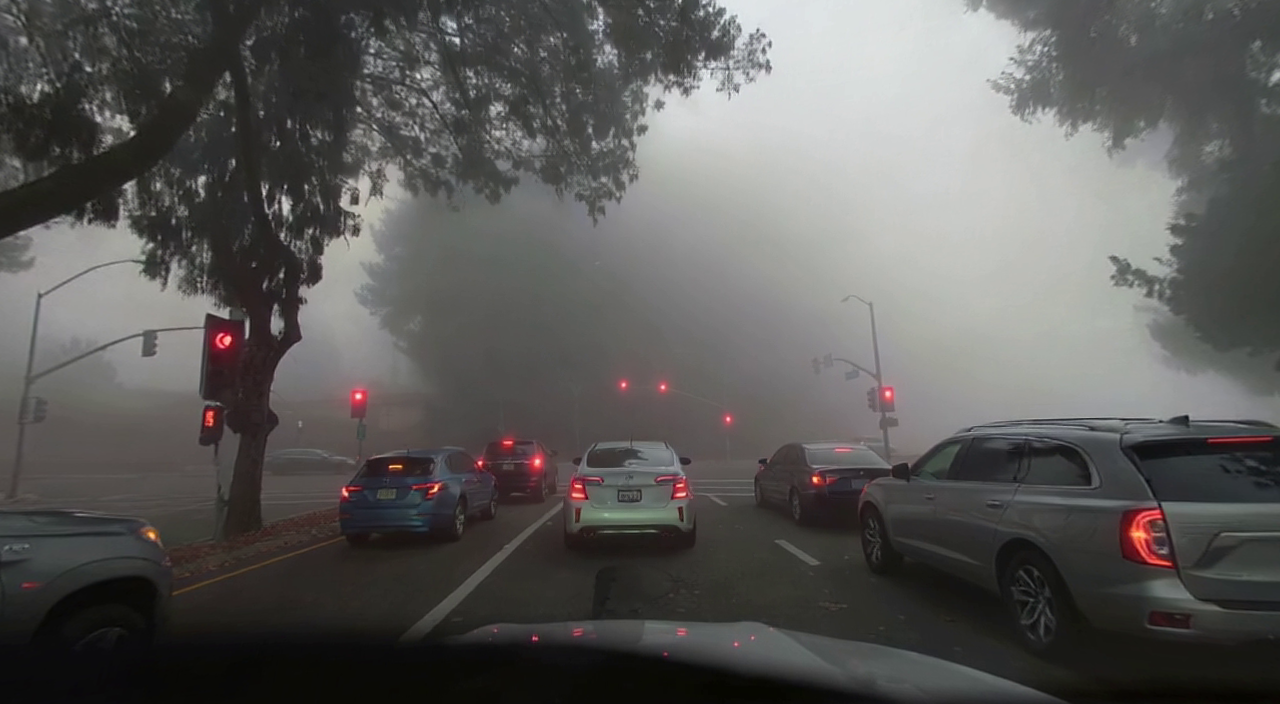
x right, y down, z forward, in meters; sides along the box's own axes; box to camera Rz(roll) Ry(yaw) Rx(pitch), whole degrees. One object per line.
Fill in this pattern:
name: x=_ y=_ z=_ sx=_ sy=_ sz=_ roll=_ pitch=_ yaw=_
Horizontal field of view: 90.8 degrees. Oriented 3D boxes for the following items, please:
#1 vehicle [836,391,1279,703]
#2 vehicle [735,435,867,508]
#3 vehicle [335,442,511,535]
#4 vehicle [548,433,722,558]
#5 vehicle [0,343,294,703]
vehicle: x=3.391 y=1.310 z=5.414 sx=1.933 sy=1.564 sz=4.600 roll=0 pitch=-8 yaw=0
vehicle: x=3.651 y=2.783 z=15.244 sx=1.922 sy=1.472 sz=4.440 roll=0 pitch=-8 yaw=-1
vehicle: x=-3.917 y=2.502 z=12.333 sx=1.919 sy=1.459 sz=4.371 roll=0 pitch=-8 yaw=-1
vehicle: x=-0.074 y=2.008 z=9.583 sx=2.061 sy=1.470 sz=3.970 roll=0 pitch=-8 yaw=0
vehicle: x=-3.662 y=0.846 z=2.539 sx=2.047 sy=1.764 sz=4.369 roll=0 pitch=-8 yaw=0
